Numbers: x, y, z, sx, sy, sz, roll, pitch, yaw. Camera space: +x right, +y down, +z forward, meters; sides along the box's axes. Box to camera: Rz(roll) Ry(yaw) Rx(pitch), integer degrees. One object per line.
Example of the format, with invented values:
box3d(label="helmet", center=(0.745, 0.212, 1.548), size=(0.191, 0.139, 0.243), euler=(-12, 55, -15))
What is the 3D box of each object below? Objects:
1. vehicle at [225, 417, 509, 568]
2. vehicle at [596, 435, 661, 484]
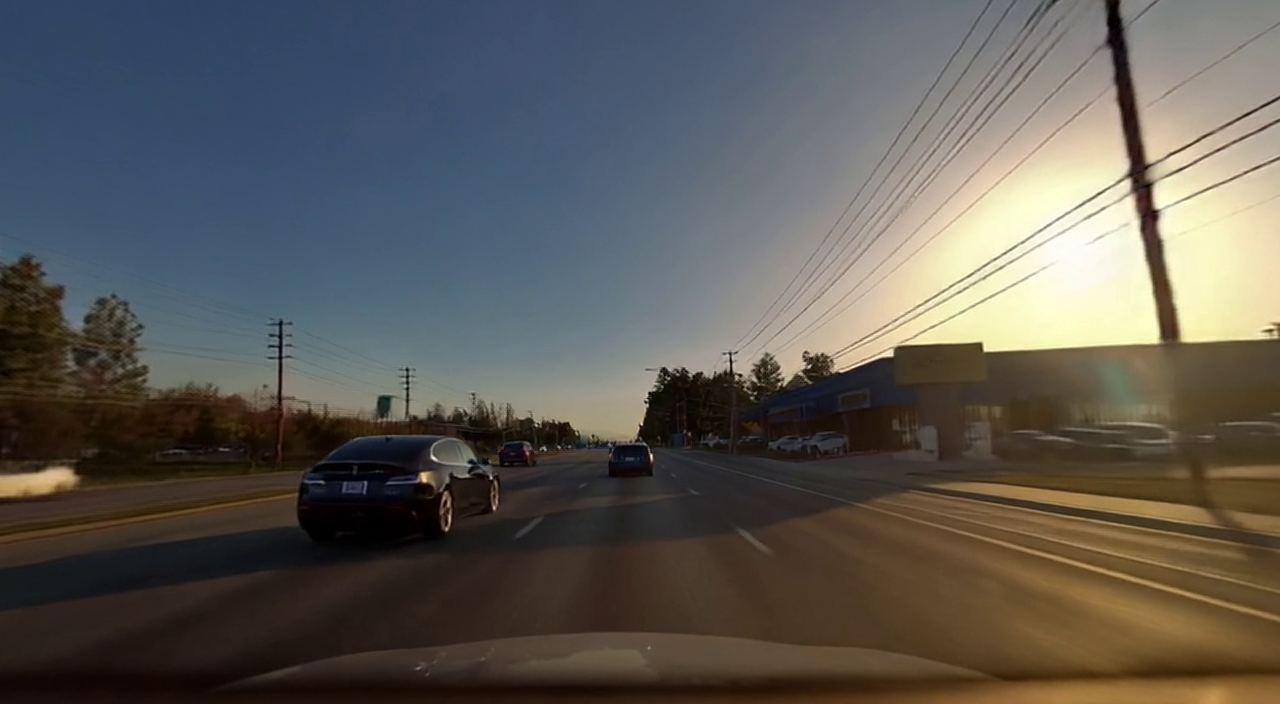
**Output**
box3d(label="vehicle", center=(-3.456, 1.878, 9.319), size=(1.985, 1.607, 4.892), euler=(0, -8, 0))
box3d(label="vehicle", center=(-0.398, 3.951, 23.582), size=(2.189, 1.652, 4.135), euler=(0, -8, 0))
